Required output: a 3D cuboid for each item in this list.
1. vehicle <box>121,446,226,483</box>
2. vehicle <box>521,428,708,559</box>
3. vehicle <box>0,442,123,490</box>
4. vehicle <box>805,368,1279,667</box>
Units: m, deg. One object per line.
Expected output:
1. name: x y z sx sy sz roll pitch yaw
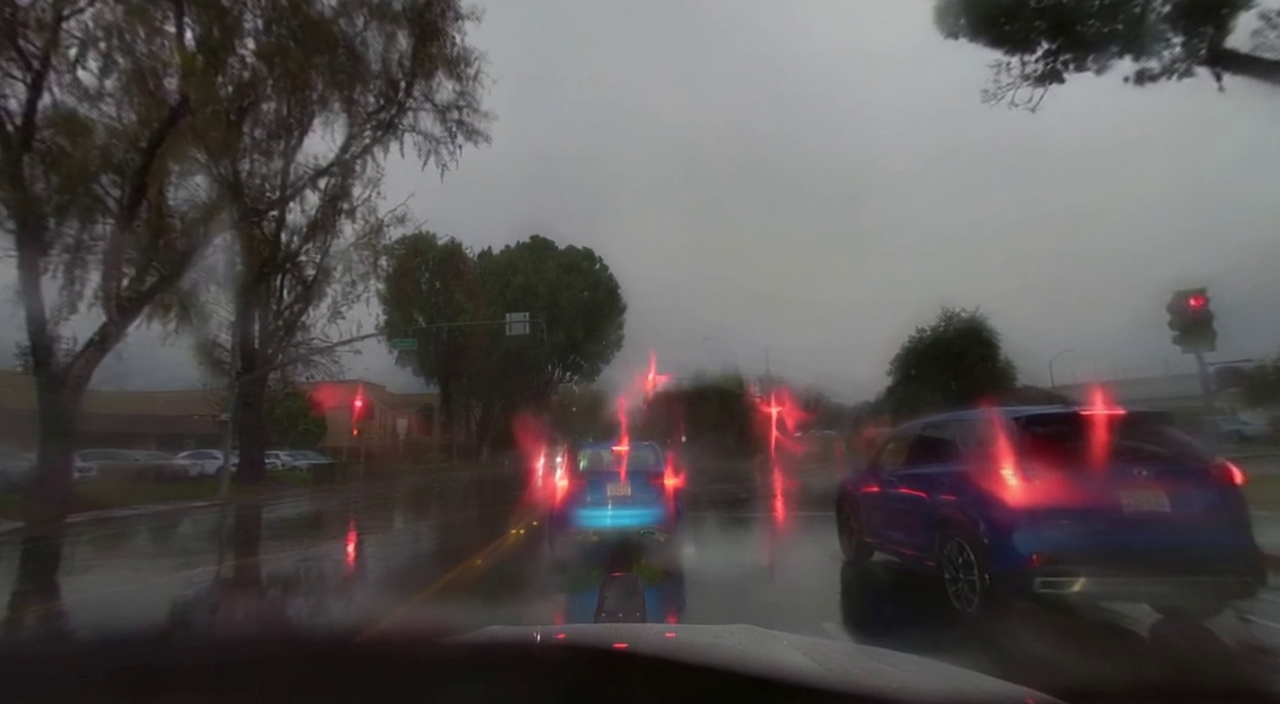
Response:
1. vehicle: -28.592 6.882 38.967 4.943 2.110 2.217 5 -10 -32
2. vehicle: -0.325 2.010 9.802 2.177 1.512 4.682 0 -9 -1
3. vehicle: -28.484 5.441 30.442 5.119 2.119 2.199 5 -10 -31
4. vehicle: 3.185 1.301 5.999 2.046 1.768 4.370 0 -9 0
